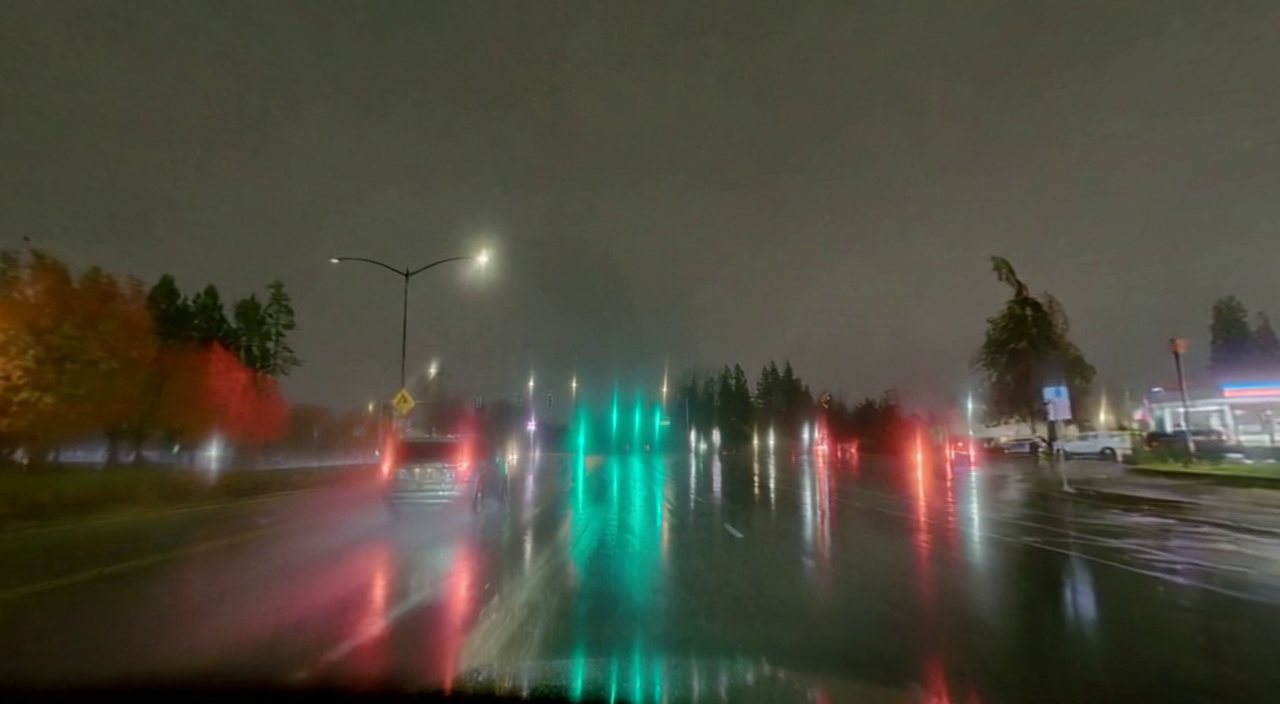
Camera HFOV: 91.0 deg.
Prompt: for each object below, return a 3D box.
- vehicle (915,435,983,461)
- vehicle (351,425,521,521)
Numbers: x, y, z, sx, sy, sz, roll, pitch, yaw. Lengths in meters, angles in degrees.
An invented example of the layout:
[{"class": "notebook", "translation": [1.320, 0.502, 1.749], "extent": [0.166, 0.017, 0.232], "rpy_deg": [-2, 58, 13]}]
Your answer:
[{"class": "vehicle", "translation": [18.257, 5.701, 37.490], "extent": [1.831, 1.442, 5.072], "rpy_deg": [-1, -9, 4]}, {"class": "vehicle", "translation": [-4.017, 2.469, 13.415], "extent": [2.039, 1.656, 4.710], "rpy_deg": [0, -9, 0]}]
